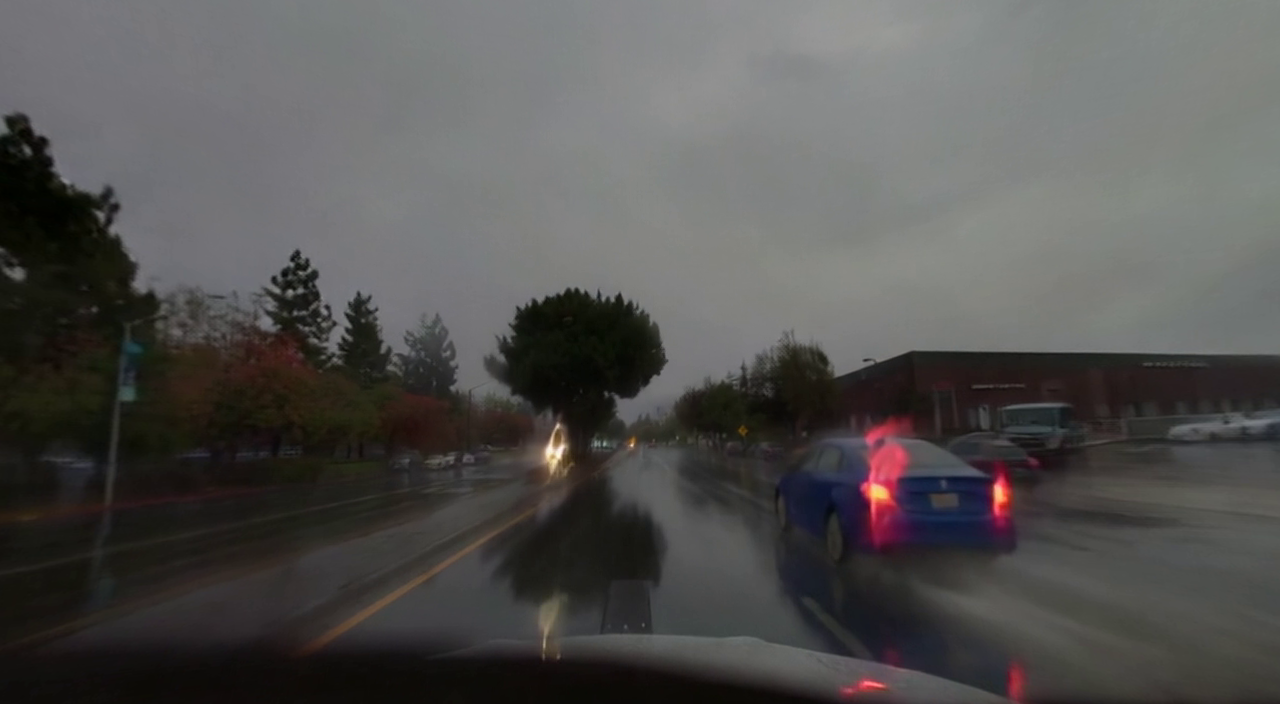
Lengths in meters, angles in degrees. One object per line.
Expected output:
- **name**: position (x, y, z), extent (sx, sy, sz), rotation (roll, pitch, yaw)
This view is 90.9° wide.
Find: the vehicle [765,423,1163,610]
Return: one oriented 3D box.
- **vehicle**: position (2.994, 1.629, 7.249), extent (2.141, 1.443, 4.499), rotation (0, -9, -1)
